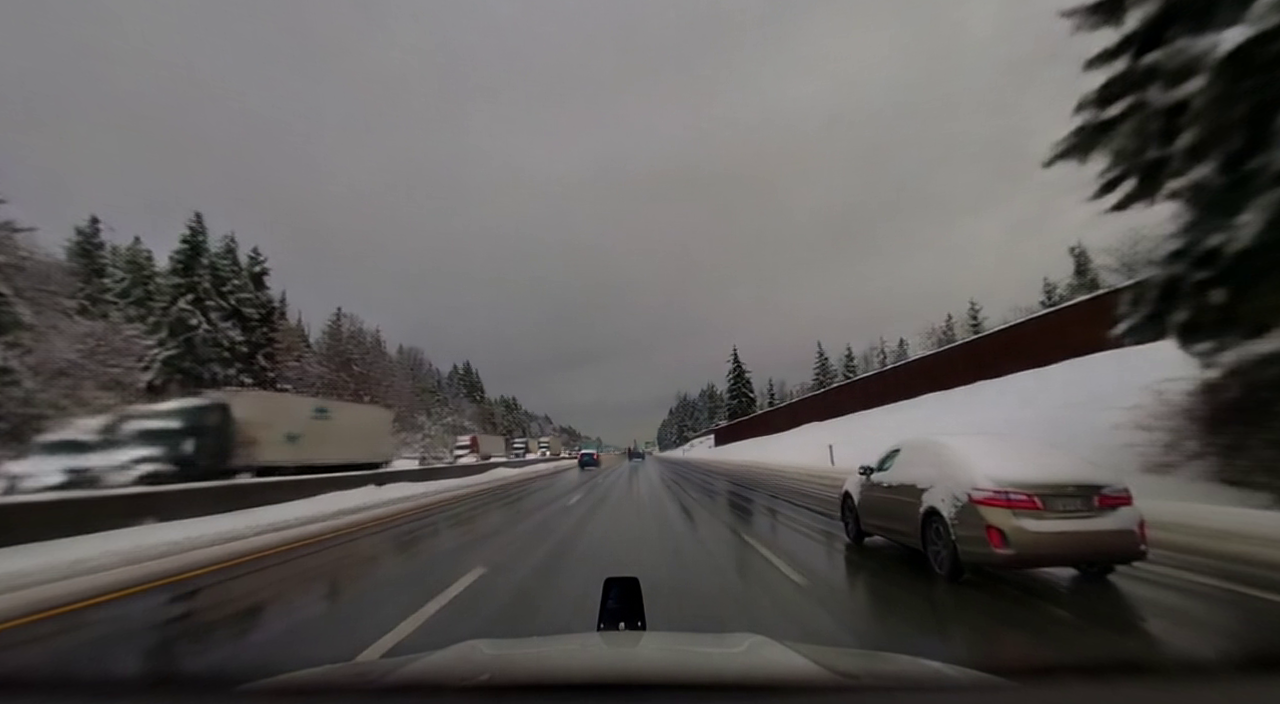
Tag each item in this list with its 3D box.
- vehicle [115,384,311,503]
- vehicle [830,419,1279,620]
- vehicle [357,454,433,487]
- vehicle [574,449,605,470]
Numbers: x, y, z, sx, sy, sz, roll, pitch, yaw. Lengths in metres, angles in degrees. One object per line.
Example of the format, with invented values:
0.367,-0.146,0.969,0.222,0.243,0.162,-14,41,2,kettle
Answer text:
-15.922,3.519,24.243,2.995,3.939,6.212,0,-9,0,vehicle
3.858,1.609,7.030,2.053,1.504,4.386,0,-9,-1,vehicle
-11.181,5.405,29.076,1.820,1.389,4.266,0,-9,0,vehicle
-3.768,8.059,47.444,1.978,1.539,3.924,0,-9,0,vehicle
